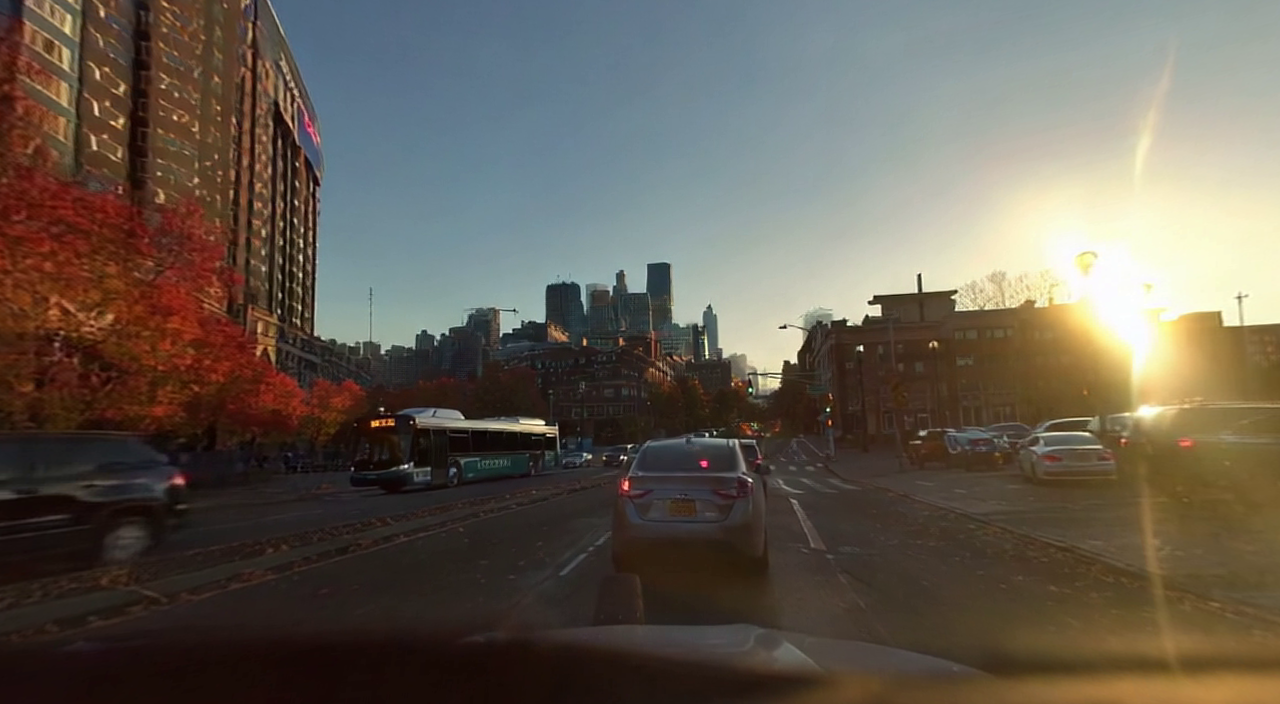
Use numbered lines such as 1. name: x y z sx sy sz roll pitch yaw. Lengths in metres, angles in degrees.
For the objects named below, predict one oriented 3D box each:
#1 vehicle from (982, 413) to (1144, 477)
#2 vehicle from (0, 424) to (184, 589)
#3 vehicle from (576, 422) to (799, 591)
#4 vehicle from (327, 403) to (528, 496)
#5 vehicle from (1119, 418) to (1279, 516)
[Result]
1. vehicle: 13.671 3.045 20.527 3.693 1.671 2.014 -7 -9 12
2. vehicle: -8.010 1.610 6.416 2.147 1.741 5.239 -2 -9 10
3. vehicle: 0.822 1.747 7.927 2.092 1.507 4.078 -2 -9 12
4. vehicle: -8.534 4.319 27.824 3.189 3.205 11.526 -2 -9 10
5. vehicle: 11.502 1.833 10.527 4.894 1.451 2.089 -5 -10 11
